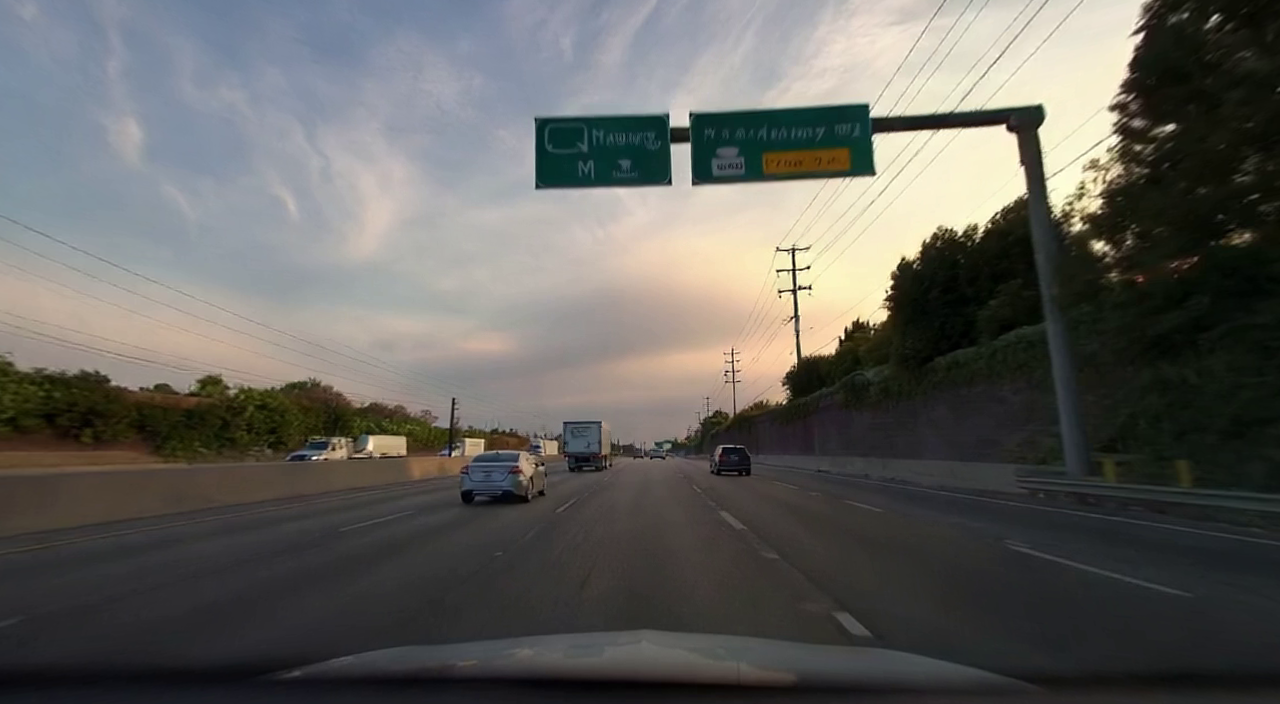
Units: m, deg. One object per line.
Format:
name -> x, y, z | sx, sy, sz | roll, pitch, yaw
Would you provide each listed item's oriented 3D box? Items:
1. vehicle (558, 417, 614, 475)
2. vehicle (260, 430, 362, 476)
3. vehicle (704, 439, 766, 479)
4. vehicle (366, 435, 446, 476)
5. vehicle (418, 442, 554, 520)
vehicle -> -3.086, 5.640, 37.879 | 2.632, 3.153, 6.879 | 0, -9, 1
vehicle -> -19.251, 5.982, 37.416 | 2.216, 2.481, 6.712 | 0, -9, 2
vehicle -> 4.565, 5.209, 31.033 | 2.214, 1.799, 4.627 | 0, -9, -1
vehicle -> -15.046, 6.675, 41.015 | 2.430, 2.421, 6.683 | 0, -9, 2
vehicle -> -3.289, 2.839, 14.375 | 2.004, 1.498, 4.043 | 0, -9, 1
